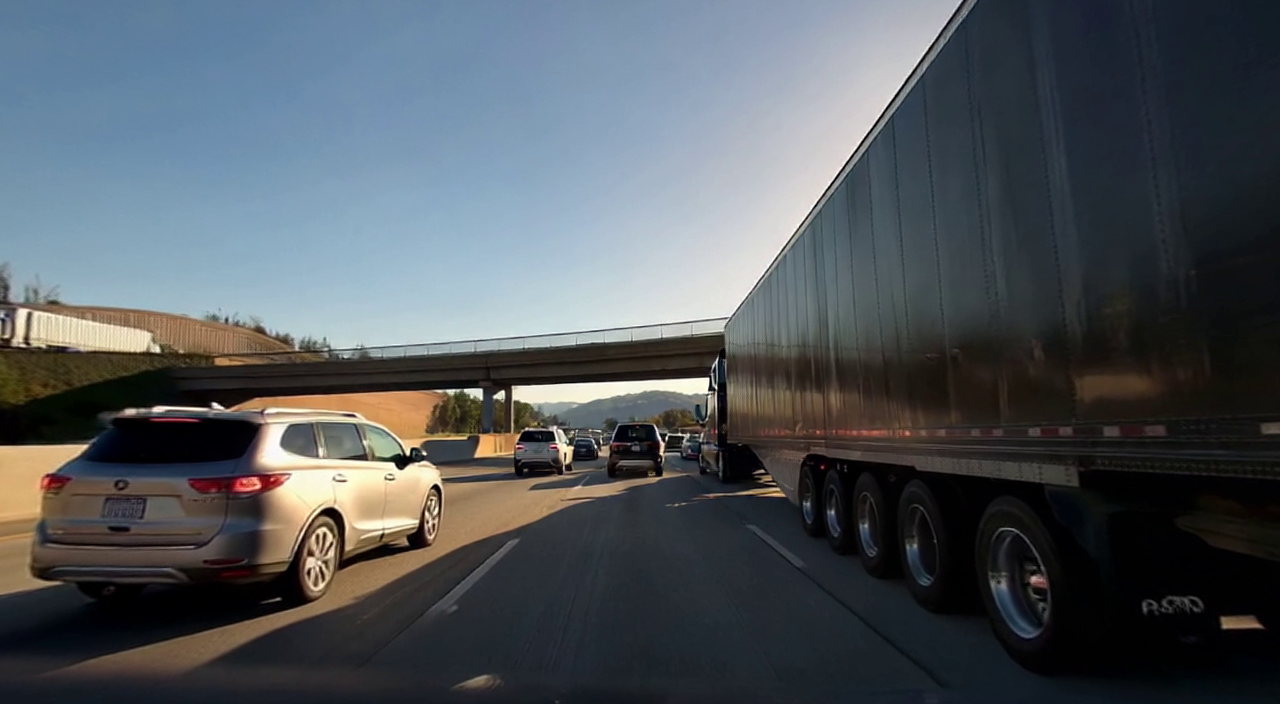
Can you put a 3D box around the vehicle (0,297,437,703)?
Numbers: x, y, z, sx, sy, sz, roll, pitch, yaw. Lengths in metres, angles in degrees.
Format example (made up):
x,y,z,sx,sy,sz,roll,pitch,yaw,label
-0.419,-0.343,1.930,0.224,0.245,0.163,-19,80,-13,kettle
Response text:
x,y,z,sx,sy,sz,roll,pitch,yaw,label
-3.354,1.042,4.401,2.193,1.803,4.958,0,-8,0,vehicle

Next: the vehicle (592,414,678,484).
x,y,z,sx,sy,sz,roll,pitch,yaw,label
-0.172,3.496,22.872,2.704,2.216,5.804,0,-8,0,vehicle

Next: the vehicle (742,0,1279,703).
x,y,z,sx,sy,sz,roll,pitch,yaw,label
3.592,-0.012,5.253,2.852,4.121,16.210,0,-8,0,vehicle

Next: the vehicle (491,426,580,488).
x,y,z,sx,sy,sz,roll,pitch,yaw,label
-3.331,3.461,21.084,2.120,1.812,4.659,0,-8,1,vehicle
